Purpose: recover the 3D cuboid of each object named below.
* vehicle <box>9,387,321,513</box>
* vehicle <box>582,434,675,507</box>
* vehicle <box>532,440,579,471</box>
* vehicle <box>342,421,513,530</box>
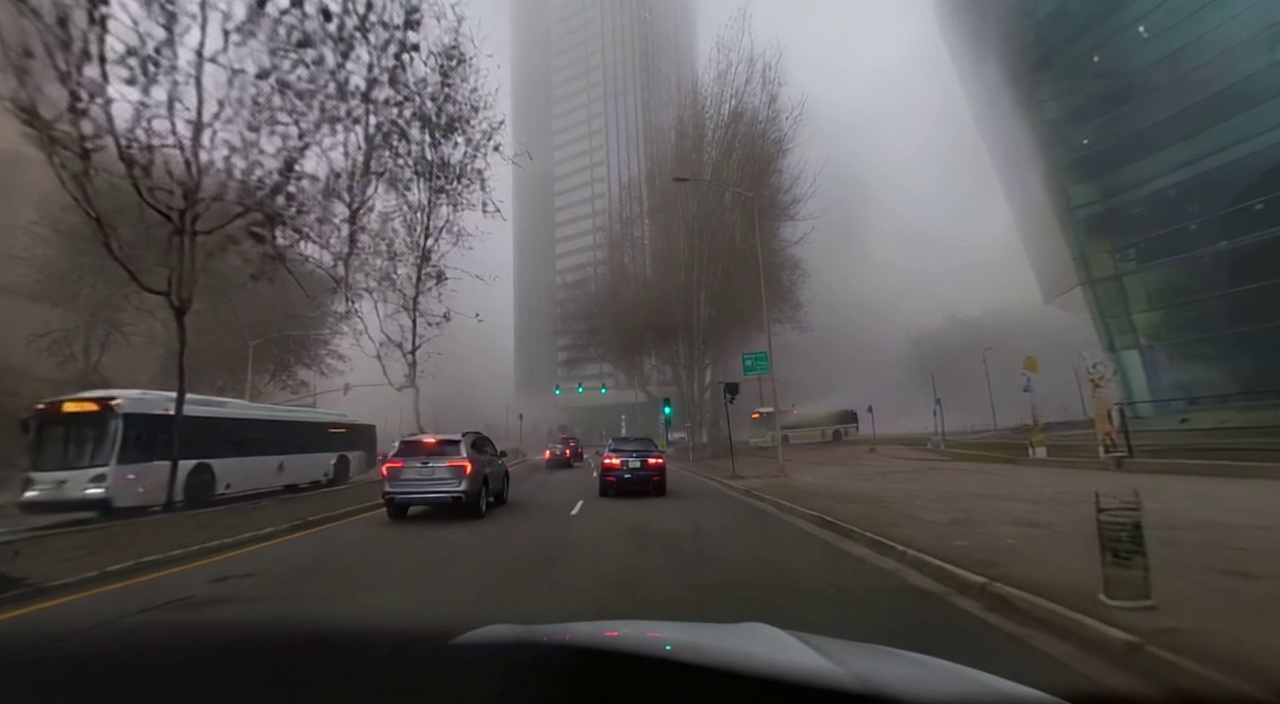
[{"bbox_3d":[-14.980,3.315,21.576,3.063,3.298,9.918,0,-9,-1],"label":"vehicle"},{"bbox_3d":[-0.328,2.768,15.166,1.933,1.504,3.802,1,-9,-3],"label":"vehicle"},{"bbox_3d":[-4.299,5.343,32.731,1.961,1.517,4.202,0,-9,-2],"label":"vehicle"},{"bbox_3d":[-3.605,2.162,11.486,1.848,1.641,3.686,0,-9,-1],"label":"vehicle"}]
